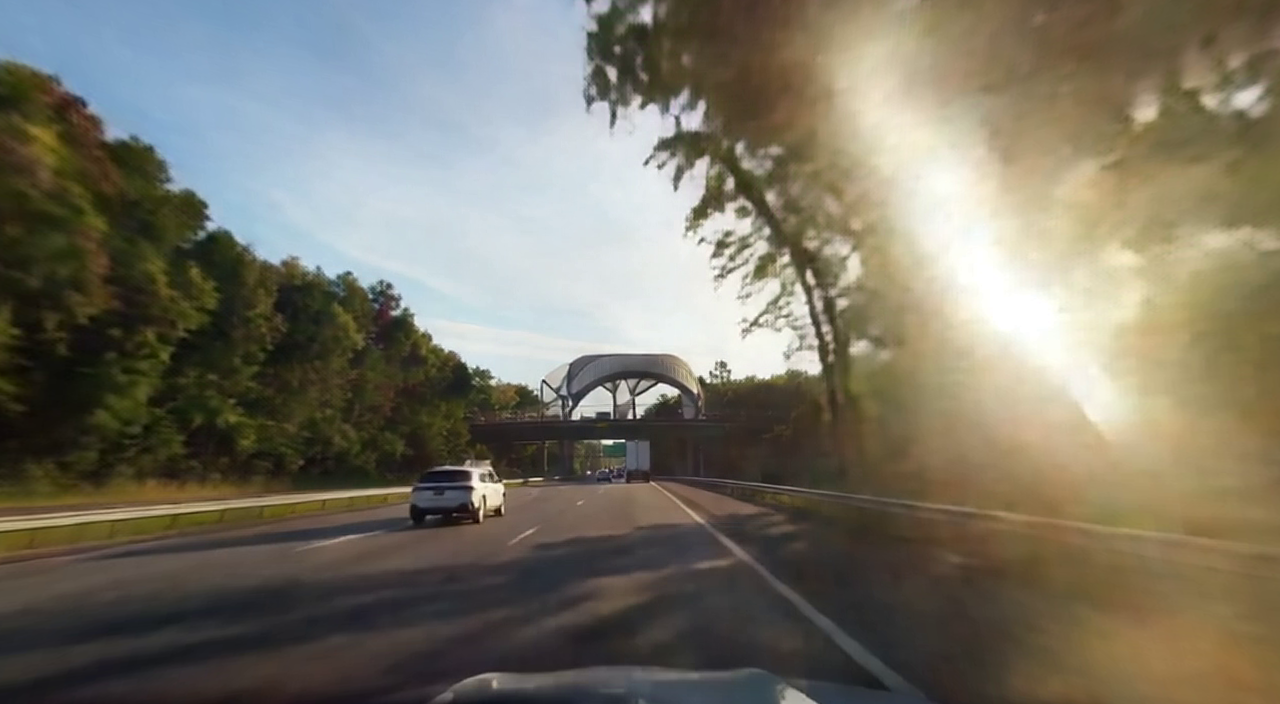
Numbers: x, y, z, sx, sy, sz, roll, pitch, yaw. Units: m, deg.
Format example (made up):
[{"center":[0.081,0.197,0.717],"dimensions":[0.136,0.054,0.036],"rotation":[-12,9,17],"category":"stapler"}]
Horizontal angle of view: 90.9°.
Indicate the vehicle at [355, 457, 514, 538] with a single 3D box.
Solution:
[{"center":[-4.333,3.182,14.262],"dimensions":[1.950,1.460,4.812],"rotation":[1,-11,0],"category":"vehicle"}]
